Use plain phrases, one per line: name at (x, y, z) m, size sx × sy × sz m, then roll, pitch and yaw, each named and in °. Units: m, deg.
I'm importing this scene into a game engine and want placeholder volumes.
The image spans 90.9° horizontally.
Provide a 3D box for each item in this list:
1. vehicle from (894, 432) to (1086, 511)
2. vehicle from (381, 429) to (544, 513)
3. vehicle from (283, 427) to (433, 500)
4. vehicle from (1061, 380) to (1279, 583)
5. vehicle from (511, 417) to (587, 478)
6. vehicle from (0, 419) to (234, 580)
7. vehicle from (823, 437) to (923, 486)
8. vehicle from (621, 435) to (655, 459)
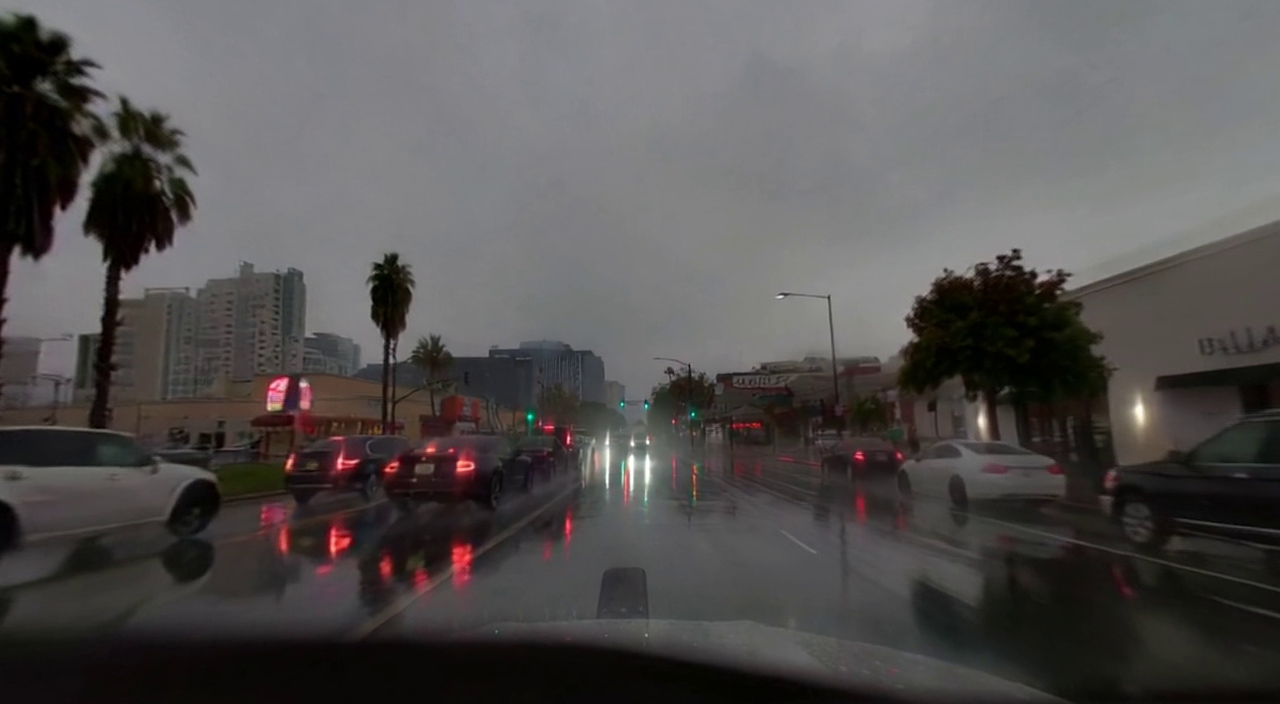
vehicle at (7.812, 2.691, 14.693) m, size 1.985 × 1.549 × 4.404 m, roll 0°, pitch -8°, yaw 1°
vehicle at (-3.516, 2.460, 13.553) m, size 2.044 × 1.462 × 4.624 m, roll 0°, pitch -8°, yaw 2°
vehicle at (-6.631, 2.653, 15.389) m, size 1.668 × 1.525 × 4.168 m, roll 0°, pitch -8°, yaw 1°
vehicle at (7.285, 1.262, 6.185) m, size 2.256 × 1.936 × 5.838 m, roll 0°, pitch -8°, yaw 0°
vehicle at (-3.290, 3.595, 23.801) m, size 2.158 × 2.040 × 4.511 m, roll 0°, pitch -8°, yaw 0°
vehicle at (-7.046, 1.556, 7.027) m, size 2.071 × 1.501 × 4.339 m, roll 0°, pitch -8°, yaw 1°
vehicle at (7.778, 3.687, 21.506) m, size 1.888 × 1.496 × 4.294 m, roll 0°, pitch -8°, yaw 2°
vehicle at (-0.101, 6.187, 41.079) m, size 2.092 × 1.497 × 4.446 m, roll 0°, pitch -8°, yaw 1°
